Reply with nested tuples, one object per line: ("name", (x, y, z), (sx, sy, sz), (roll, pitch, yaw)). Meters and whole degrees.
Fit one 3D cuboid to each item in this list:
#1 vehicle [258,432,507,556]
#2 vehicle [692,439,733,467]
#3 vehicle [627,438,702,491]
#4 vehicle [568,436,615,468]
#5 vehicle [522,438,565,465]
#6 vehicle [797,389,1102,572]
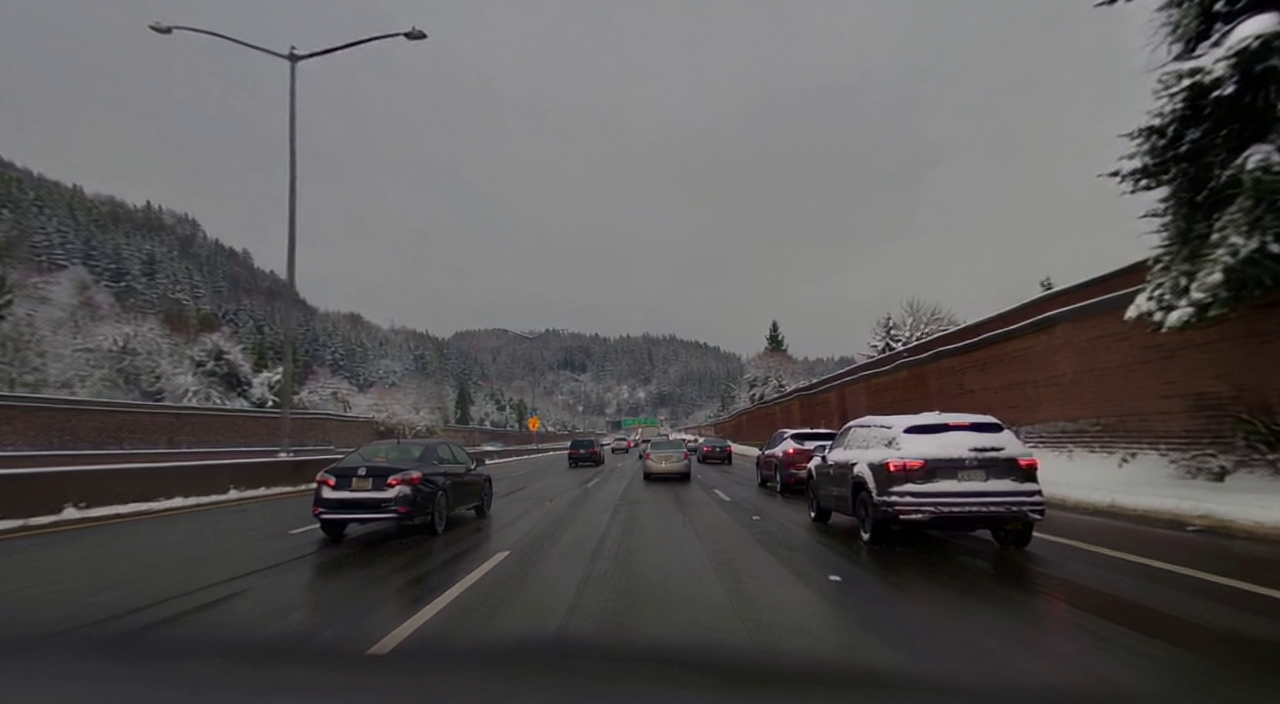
("vehicle", (-3.523, 2.008, 9.717), (1.961, 1.456, 4.362), (0, -8, 1))
("vehicle", (4.091, 5.747, 36.138), (1.855, 1.513, 3.915), (0, -8, 0))
("vehicle", (0.708, 3.449, 19.762), (2.105, 1.471, 3.978), (0, -8, 0))
("vehicle", (-2.779, 5.874, 37.236), (2.154, 1.793, 4.736), (0, -8, 3))
("vehicle", (-6.695, 6.939, 44.161), (2.055, 1.751, 4.825), (0, -8, 3))
("vehicle", (3.664, 1.605, 8.593), (1.930, 1.831, 4.344), (0, -8, 0))
